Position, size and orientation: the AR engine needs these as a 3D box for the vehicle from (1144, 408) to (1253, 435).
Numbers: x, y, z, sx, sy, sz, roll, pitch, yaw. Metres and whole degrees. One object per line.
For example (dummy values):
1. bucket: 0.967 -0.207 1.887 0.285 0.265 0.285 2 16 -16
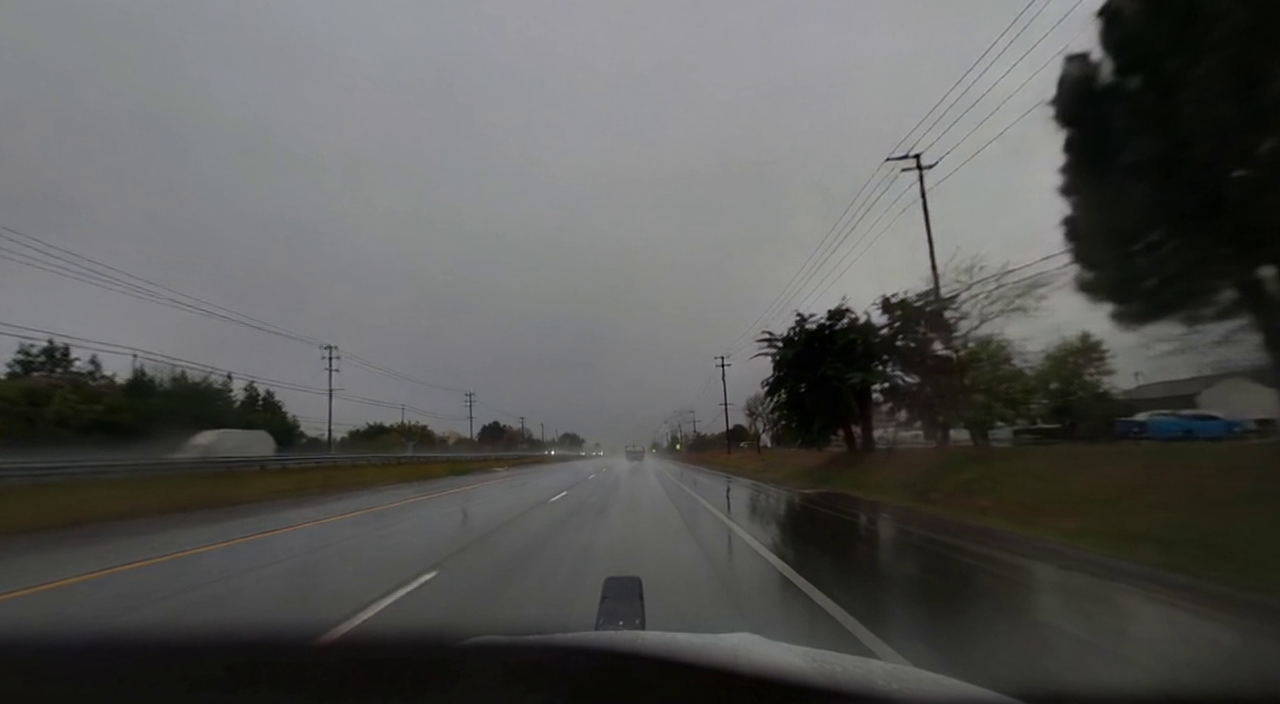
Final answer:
1. vehicle: 41.640 5.287 47.186 5.631 1.821 2.168 -5 -10 30
